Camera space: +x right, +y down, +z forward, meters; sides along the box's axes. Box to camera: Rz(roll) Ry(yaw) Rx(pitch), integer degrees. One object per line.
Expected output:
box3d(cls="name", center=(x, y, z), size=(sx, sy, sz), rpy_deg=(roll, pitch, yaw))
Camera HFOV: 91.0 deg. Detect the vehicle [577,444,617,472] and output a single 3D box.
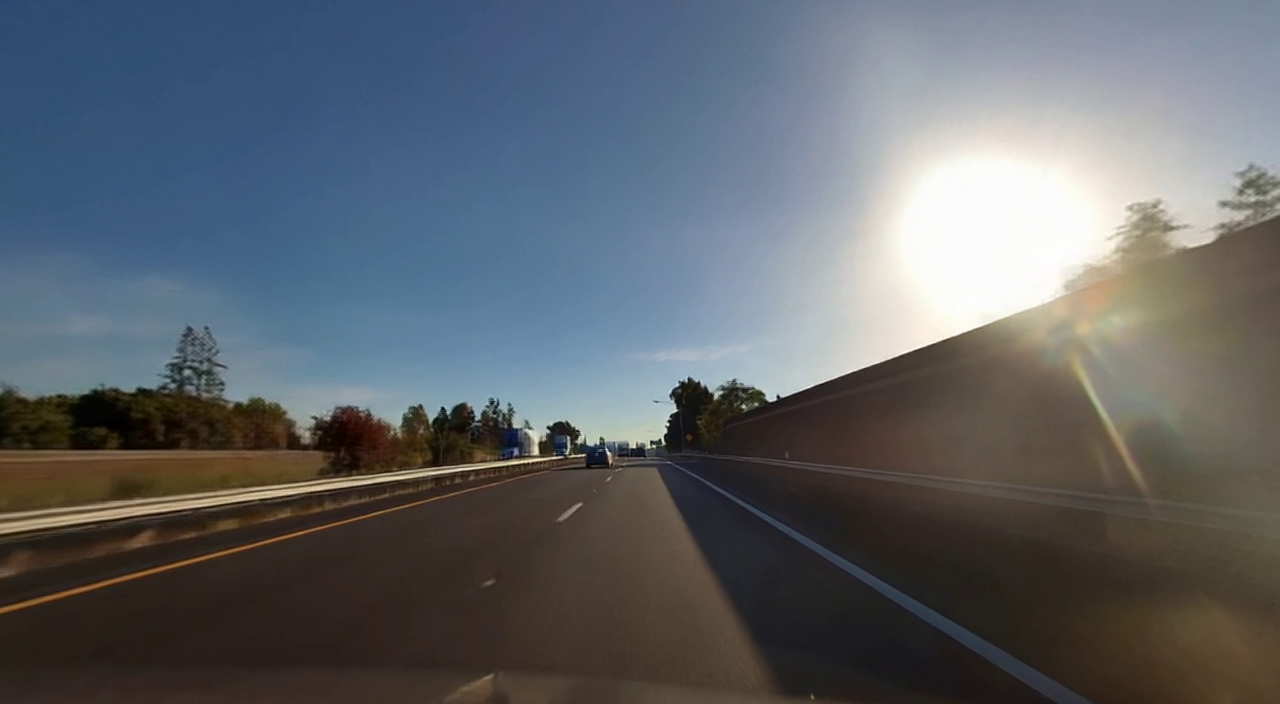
box3d(cls="vehicle", center=(-2.459, 6.172, 36.788), size=(2.050, 1.530, 4.144), rpy_deg=(0, -8, 0))
